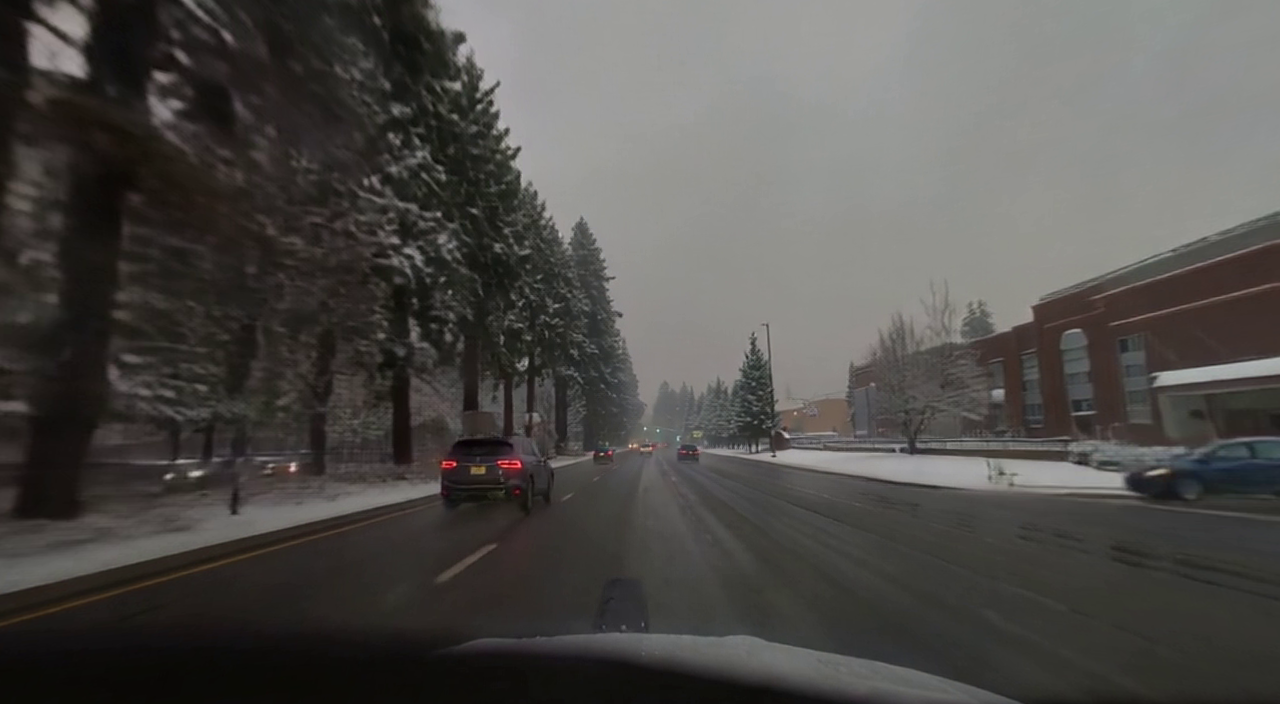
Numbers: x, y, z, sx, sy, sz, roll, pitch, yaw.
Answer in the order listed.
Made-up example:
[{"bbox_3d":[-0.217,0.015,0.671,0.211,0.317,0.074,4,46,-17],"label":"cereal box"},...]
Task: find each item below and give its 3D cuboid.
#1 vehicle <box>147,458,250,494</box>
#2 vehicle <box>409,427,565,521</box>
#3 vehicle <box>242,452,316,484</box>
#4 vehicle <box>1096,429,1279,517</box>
[{"bbox_3d":[-21.350,5.992,30.732,1.729,1.499,4.579,0,-8,0],"label":"vehicle"},{"bbox_3d":[-3.004,2.512,13.573,2.121,1.656,4.559,0,-8,1],"label":"vehicle"},{"bbox_3d":[-22.995,7.369,40.439,1.986,1.826,5.008,0,-8,-3],"label":"vehicle"},{"bbox_3d":[12.709,2.471,13.205,4.515,1.599,1.968,-5,-10,11],"label":"vehicle"}]
